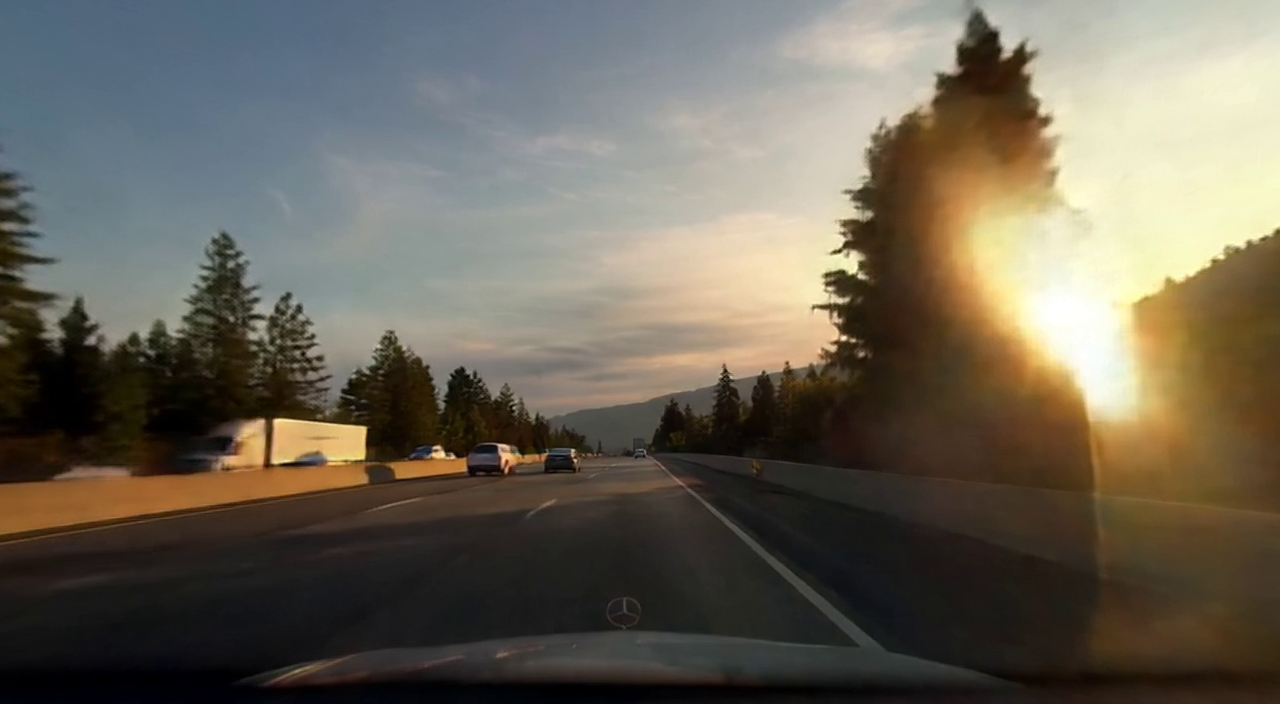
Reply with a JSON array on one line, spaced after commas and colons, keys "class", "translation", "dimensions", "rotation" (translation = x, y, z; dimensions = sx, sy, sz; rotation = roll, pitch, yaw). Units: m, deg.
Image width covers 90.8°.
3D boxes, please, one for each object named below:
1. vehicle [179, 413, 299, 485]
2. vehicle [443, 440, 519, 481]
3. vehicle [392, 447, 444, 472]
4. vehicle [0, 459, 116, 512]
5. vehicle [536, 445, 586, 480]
[{"class": "vehicle", "translation": [-23.686, 5.776, 37.772], "dimensions": [3.078, 3.930, 5.988], "rotation": [0, -9, 0]}, {"class": "vehicle", "translation": [-7.197, 4.989, 29.181], "dimensions": [2.173, 1.722, 4.869], "rotation": [0, -9, 1]}, {"class": "vehicle", "translation": [-16.512, 8.013, 47.197], "dimensions": [2.032, 1.783, 4.980], "rotation": [0, -9, 1]}, {"class": "vehicle", "translation": [-19.697, 4.241, 20.311], "dimensions": [1.803, 1.474, 4.460], "rotation": [0, -9, 0]}, {"class": "vehicle", "translation": [-3.705, 5.239, 30.152], "dimensions": [1.893, 1.521, 3.742], "rotation": [0, -9, 0]}]
